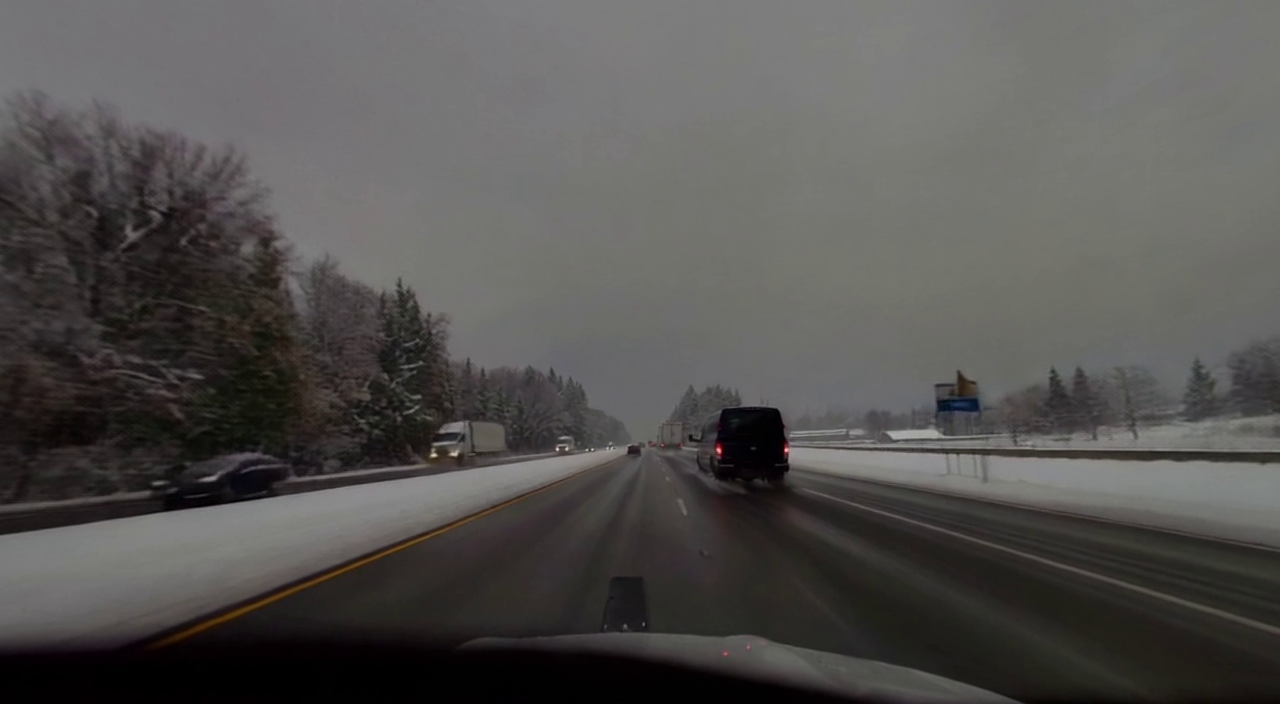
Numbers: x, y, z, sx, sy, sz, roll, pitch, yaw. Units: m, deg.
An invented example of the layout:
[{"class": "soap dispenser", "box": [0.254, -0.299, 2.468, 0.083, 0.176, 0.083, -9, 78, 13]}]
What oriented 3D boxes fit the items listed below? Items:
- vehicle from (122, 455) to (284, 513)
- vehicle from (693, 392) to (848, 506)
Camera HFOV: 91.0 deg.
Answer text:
[{"class": "vehicle", "box": [-12.958, 3.888, 19.068, 1.737, 1.450, 4.343, 0, -8, 1]}, {"class": "vehicle", "box": [3.062, 2.531, 16.709, 2.677, 2.439, 6.402, 0, -8, -1]}]
